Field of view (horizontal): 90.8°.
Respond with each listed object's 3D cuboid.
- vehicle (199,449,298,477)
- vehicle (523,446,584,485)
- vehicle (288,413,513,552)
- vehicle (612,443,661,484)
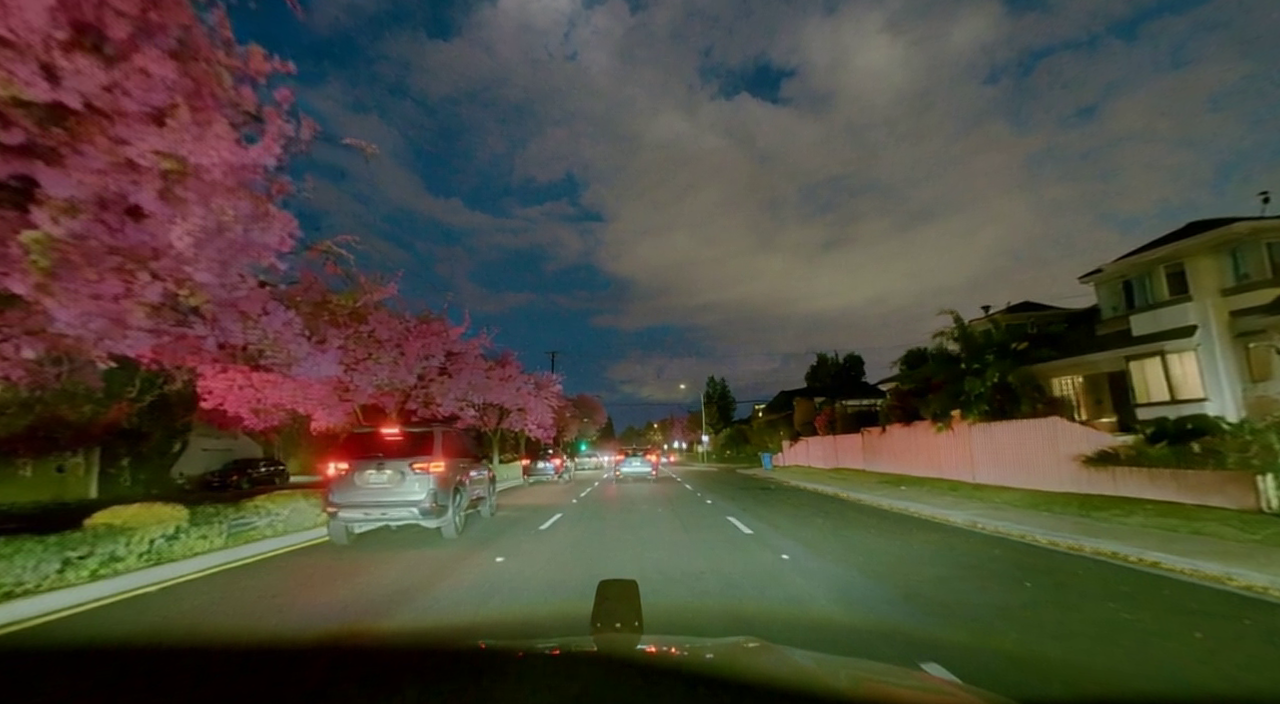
[{"bbox_3d":[-28.539,8.093,46.290,5.692,1.926,2.274,3,-9,-18],"label":"vehicle"},{"bbox_3d":[-3.727,4.969,27.936,2.066,1.565,3.905,0,-8,1],"label":"vehicle"},{"bbox_3d":[-3.824,2.172,11.269,2.161,1.919,4.798,0,-8,-1],"label":"vehicle"},{"bbox_3d":[-0.144,4.848,27.789,1.997,1.636,3.760,0,-8,0],"label":"vehicle"}]
